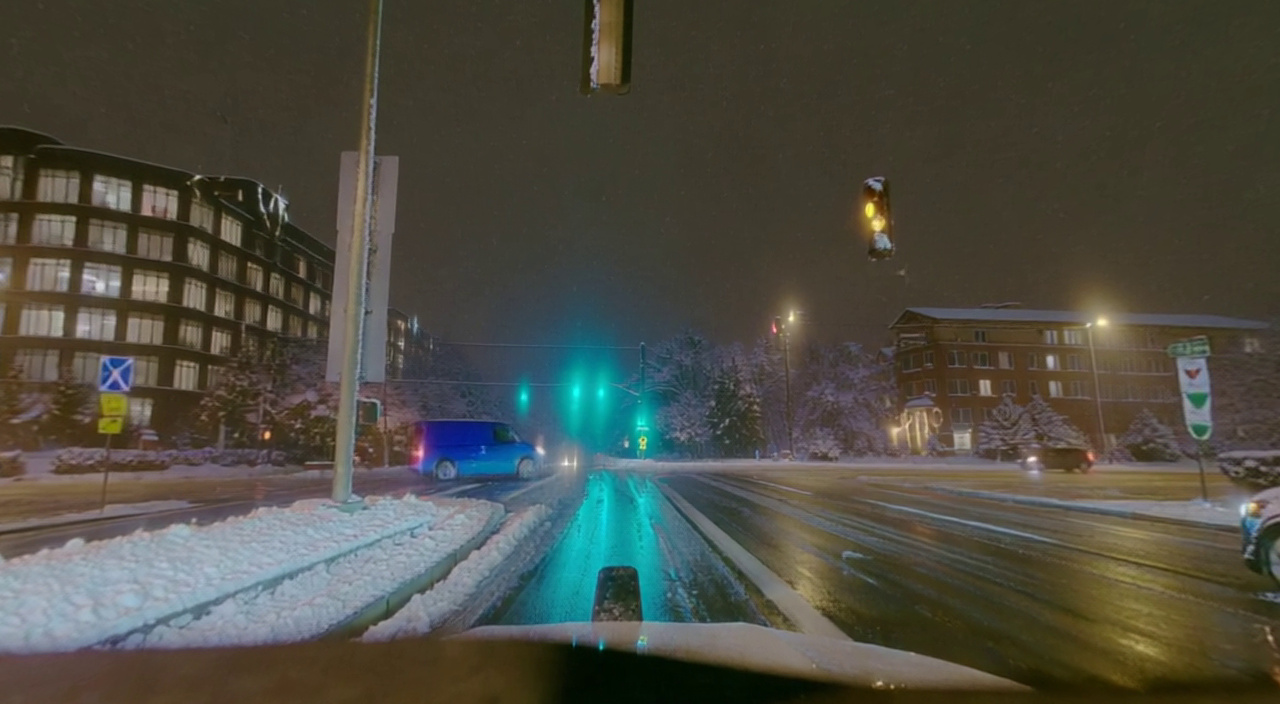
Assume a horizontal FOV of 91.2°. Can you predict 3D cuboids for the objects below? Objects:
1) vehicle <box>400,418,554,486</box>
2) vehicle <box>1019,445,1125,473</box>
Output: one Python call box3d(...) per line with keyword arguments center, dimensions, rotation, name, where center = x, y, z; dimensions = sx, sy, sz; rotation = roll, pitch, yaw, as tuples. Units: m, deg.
box3d(center=(-8.247, 5.077, 32.105), dimensions=(7.088, 3.096, 2.678), rotation=(5, -10, -31), name="vehicle")
box3d(center=(25.286, 6.270, 36.801), dimensions=(4.736, 1.542, 1.966), rotation=(0, -9, -2), name="vehicle")
